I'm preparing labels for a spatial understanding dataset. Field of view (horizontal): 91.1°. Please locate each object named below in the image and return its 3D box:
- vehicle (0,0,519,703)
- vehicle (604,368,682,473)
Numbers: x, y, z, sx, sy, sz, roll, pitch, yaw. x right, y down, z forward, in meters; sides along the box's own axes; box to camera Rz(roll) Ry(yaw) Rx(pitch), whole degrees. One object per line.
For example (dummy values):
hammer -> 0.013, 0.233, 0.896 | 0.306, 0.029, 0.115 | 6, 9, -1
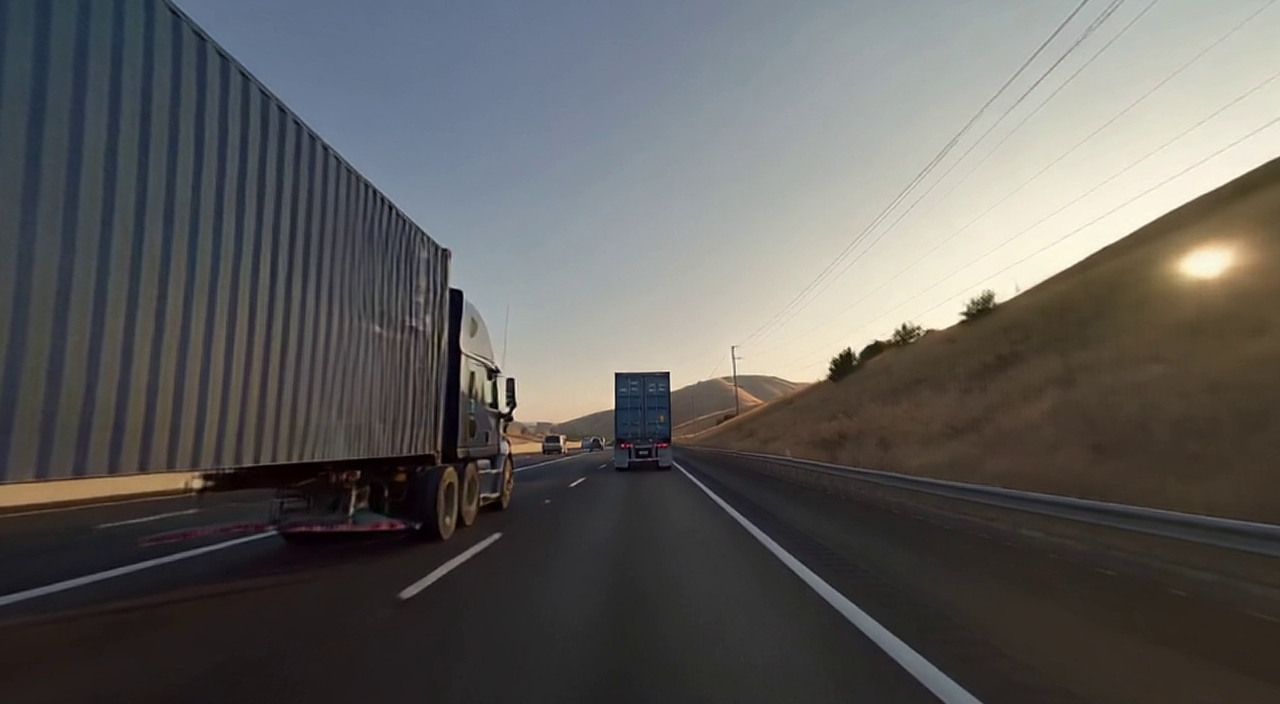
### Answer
vehicle -> -4.130, 0.192, 7.149 | 3.314, 4.224, 9.816 | 0, -8, 1
vehicle -> 0.038, 3.496, 30.414 | 3.006, 4.120, 11.586 | 0, -8, -1
